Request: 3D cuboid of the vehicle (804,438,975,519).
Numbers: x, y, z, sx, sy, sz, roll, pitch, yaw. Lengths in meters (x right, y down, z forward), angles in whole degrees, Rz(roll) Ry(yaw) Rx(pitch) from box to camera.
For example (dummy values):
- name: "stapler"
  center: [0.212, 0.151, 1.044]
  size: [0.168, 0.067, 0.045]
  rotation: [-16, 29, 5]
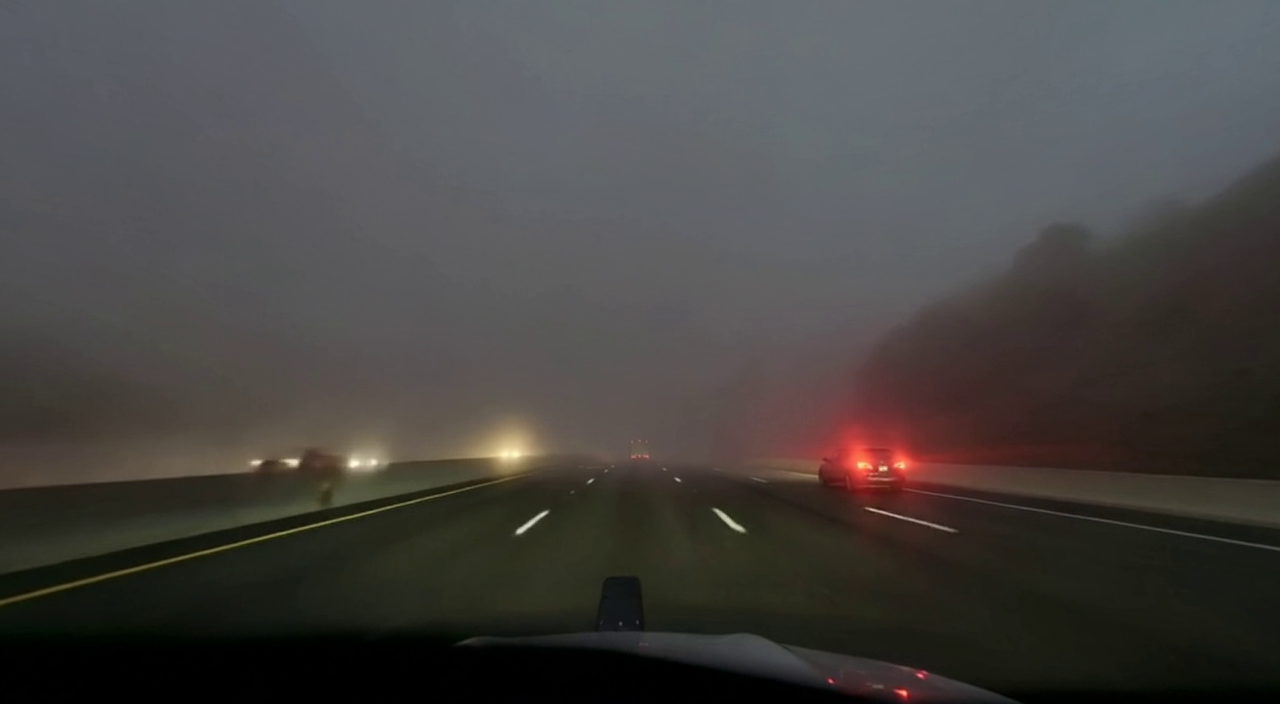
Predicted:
- name: "vehicle"
  center: [5.223, 2.691, 13.941]
  size: [1.976, 1.495, 4.217]
  rotation: [0, -9, -1]

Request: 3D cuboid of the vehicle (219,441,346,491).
- name: "vehicle"
  center: [-14.419, 4.613, 25.844]
  size: [2.240, 1.833, 5.015]
  rotation: [0, -9, 0]
